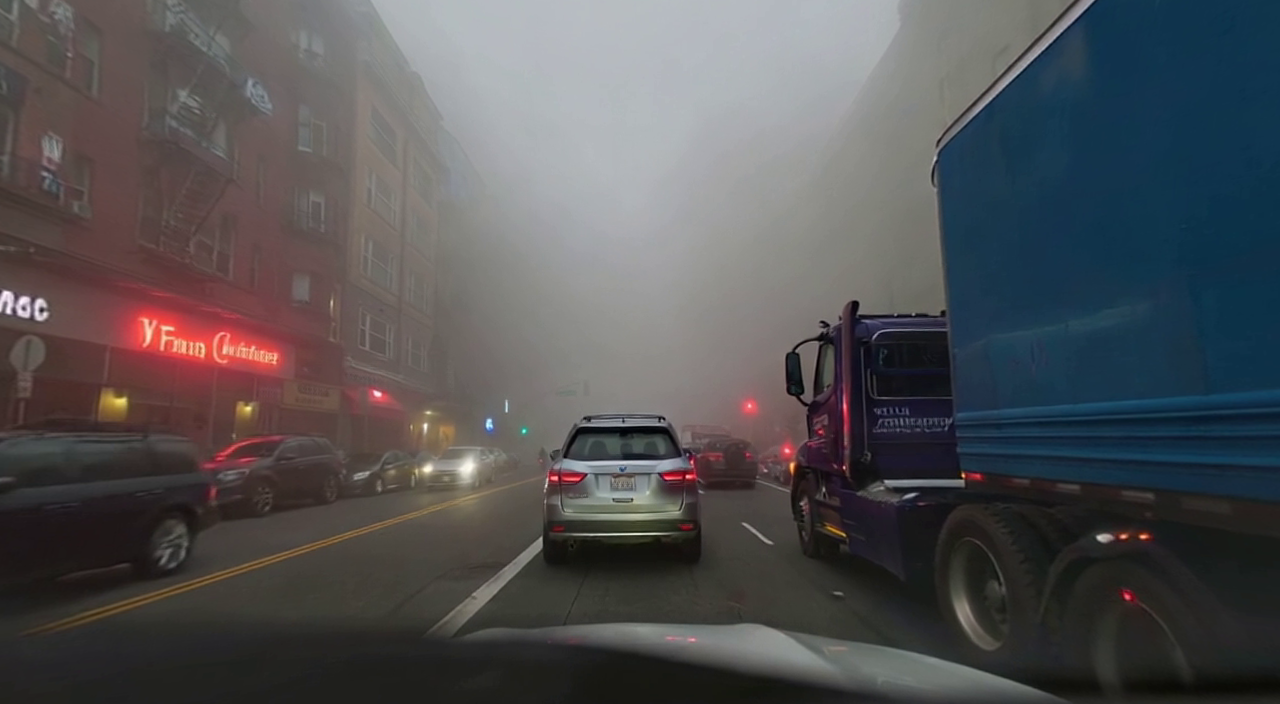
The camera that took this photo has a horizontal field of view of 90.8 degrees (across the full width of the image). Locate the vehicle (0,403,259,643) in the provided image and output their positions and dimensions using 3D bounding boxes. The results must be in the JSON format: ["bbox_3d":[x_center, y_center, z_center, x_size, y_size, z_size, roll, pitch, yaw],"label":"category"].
[{"bbox_3d":[-5.700,1.426,5.656,1.960,1.736,4.255,-1,-8,-1],"label":"vehicle"}]

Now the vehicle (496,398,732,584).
[{"bbox_3d":[-0.247,1.684,8.468,2.283,1.783,4.548,0,-8,0],"label":"vehicle"}]

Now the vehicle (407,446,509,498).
[{"bbox_3d":[-5.717,3.798,20.476,1.997,1.467,4.373,-1,-8,0],"label":"vehicle"}]

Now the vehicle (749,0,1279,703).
[{"bbox_3d":[2.910,0.023,3.208,2.913,3.771,9.716,0,-8,0],"label":"vehicle"}]
